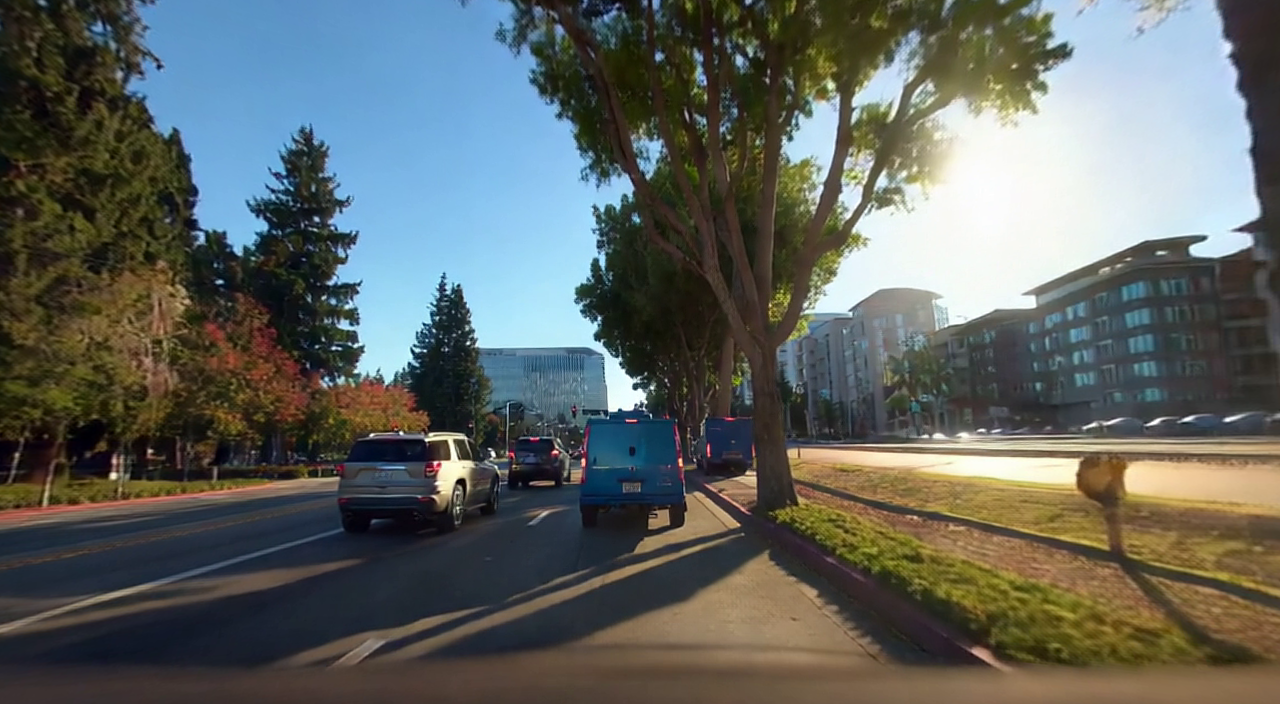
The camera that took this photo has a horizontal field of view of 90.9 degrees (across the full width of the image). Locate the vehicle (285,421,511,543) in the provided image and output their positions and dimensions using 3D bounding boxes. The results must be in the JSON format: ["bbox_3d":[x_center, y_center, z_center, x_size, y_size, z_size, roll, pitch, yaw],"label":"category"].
[{"bbox_3d":[-3.741,2.089,10.852,1.959,1.614,4.676,0,-8,1],"label":"vehicle"}]

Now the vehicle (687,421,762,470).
[{"bbox_3d":[3.780,4.385,29.575,2.655,2.054,6.098,0,-8,0],"label":"vehicle"}]

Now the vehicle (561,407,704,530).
[{"bbox_3d":[-0.085,1.995,11.273,2.075,1.770,4.018,0,-8,1],"label":"vehicle"}]

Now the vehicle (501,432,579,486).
[{"bbox_3d":[-3.233,3.537,21.132,1.894,1.642,3.861,0,-8,1],"label":"vehicle"}]
